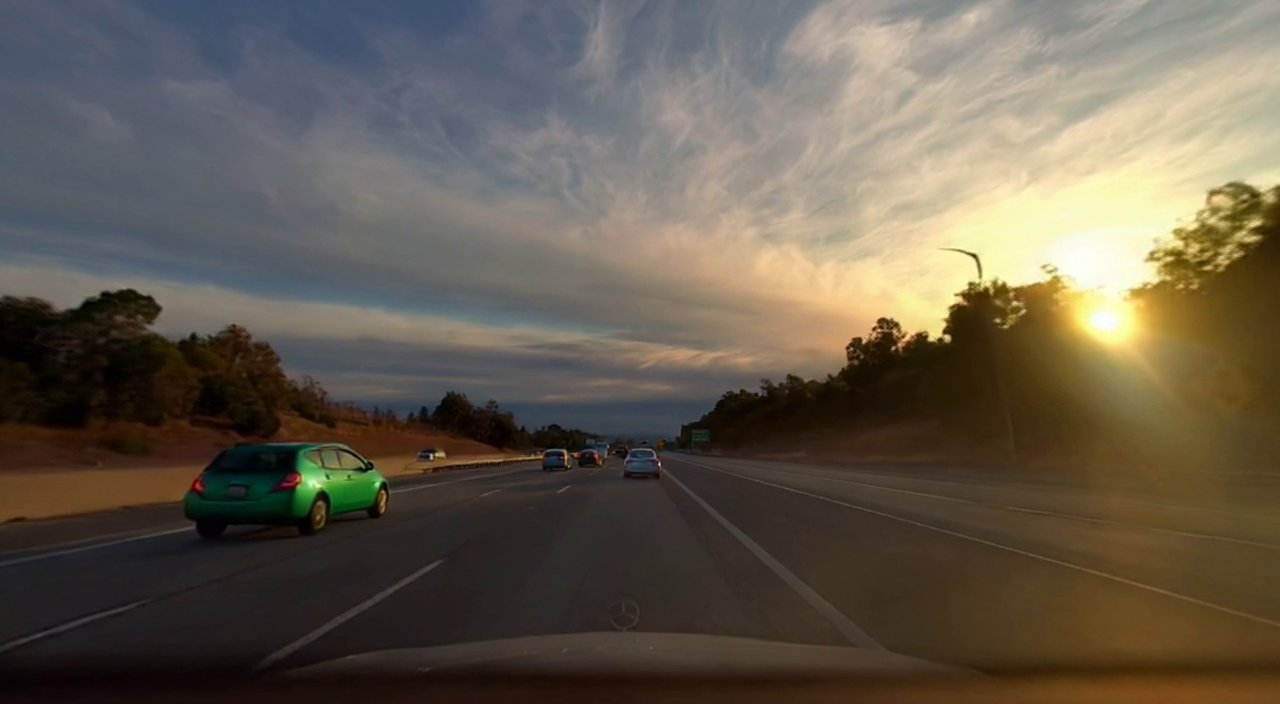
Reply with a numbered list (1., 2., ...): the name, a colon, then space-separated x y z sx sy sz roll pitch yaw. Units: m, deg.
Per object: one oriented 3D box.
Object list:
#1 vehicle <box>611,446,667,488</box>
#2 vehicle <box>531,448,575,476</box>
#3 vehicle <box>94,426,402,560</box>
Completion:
1. vehicle: -0.057 4.293 23.780 1.940 1.451 3.512 0 -9 -1
2. vehicle: -4.928 6.269 36.182 1.892 1.481 4.180 0 -9 0
3. vehicle: -5.609 2.055 9.837 2.058 1.626 4.118 0 -9 2
